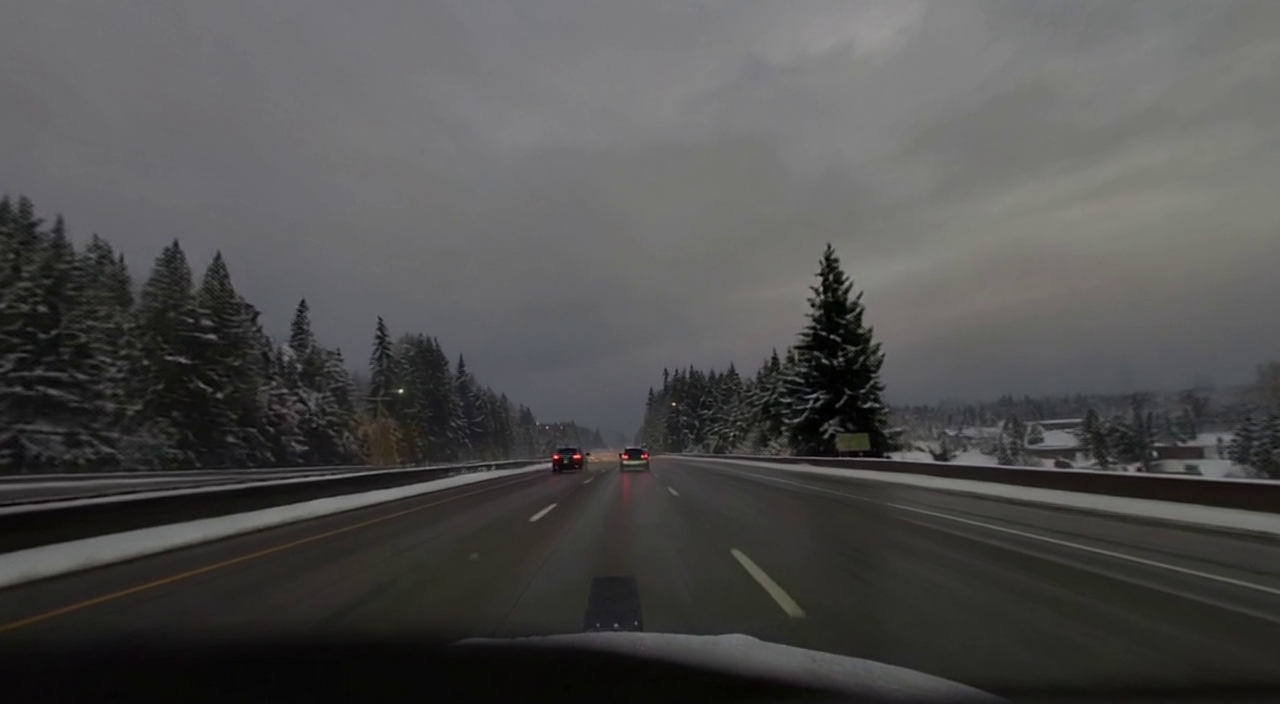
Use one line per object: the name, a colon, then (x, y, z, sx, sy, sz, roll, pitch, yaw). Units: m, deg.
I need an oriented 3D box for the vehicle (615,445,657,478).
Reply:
vehicle: (-0.194, 5.930, 34.301, 2.130, 1.684, 3.826, 0, -9, 0)

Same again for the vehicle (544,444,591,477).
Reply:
vehicle: (-4.040, 6.154, 35.862, 2.130, 1.741, 4.665, 0, -9, 0)
